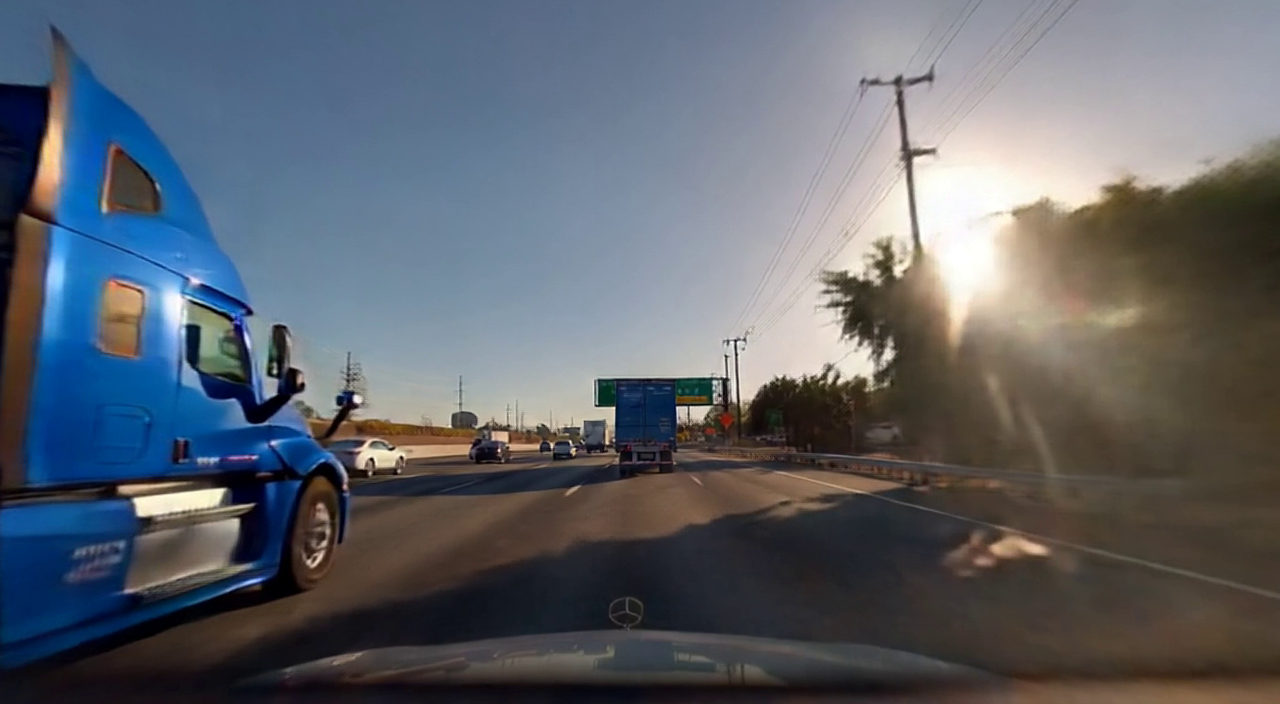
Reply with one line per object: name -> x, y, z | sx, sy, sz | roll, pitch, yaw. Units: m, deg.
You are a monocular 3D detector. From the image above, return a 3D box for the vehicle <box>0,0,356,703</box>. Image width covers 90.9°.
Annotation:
vehicle -> -4.077, -0.177, 0.917 | 3.061, 3.891, 8.658 | 0, -9, 1

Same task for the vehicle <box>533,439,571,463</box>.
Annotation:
vehicle -> -5.692, 6.450, 41.115 | 1.933, 1.459, 4.478 | 0, -9, -1

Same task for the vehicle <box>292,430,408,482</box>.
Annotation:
vehicle -> -10.871, 3.933, 24.126 | 2.046, 1.779, 4.752 | 0, -9, 1

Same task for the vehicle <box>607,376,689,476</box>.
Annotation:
vehicle -> 0.250, 3.396, 27.631 | 2.941, 3.604, 9.851 | 0, -9, -1

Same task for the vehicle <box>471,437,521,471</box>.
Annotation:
vehicle -> -6.994, 4.994, 30.926 | 1.736, 1.580, 2.778 | 0, -9, 0
